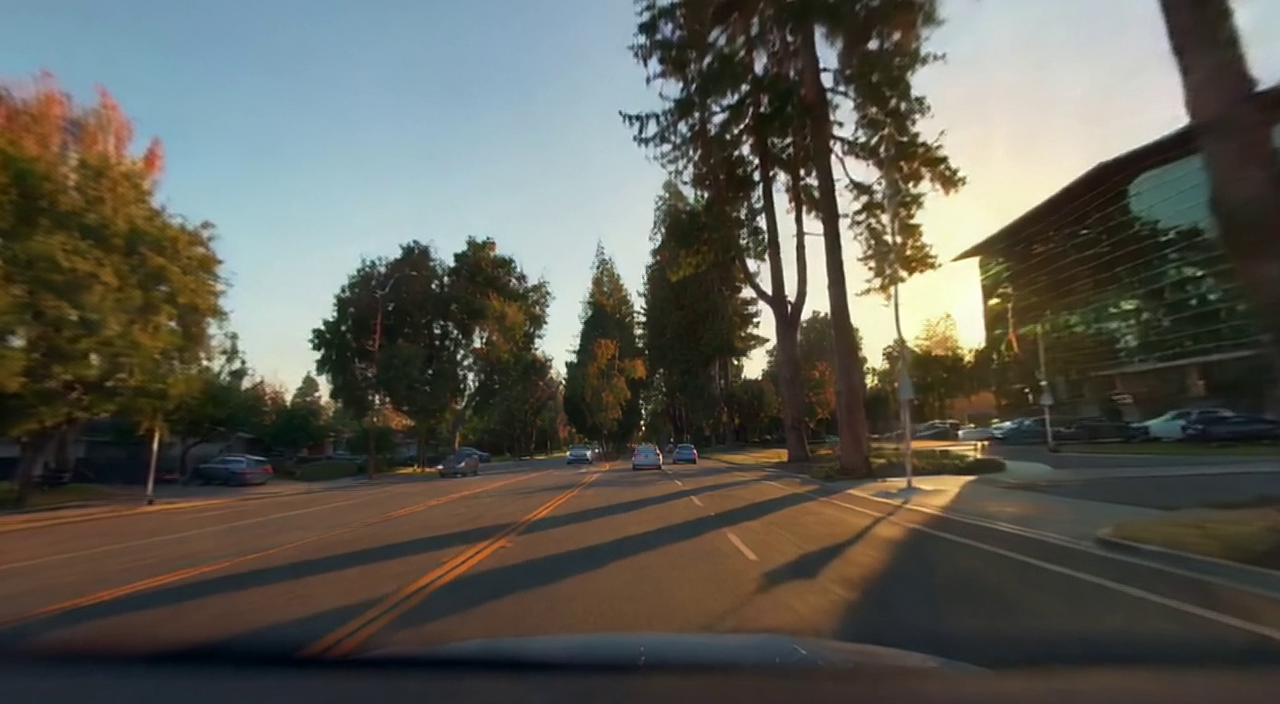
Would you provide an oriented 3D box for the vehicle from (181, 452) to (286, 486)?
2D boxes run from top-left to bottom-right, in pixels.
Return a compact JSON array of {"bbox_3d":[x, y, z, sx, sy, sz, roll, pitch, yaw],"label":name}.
[{"bbox_3d":[-21.413,6.159,33.328,4.152,1.686,1.873,0,-8,-1],"label":"vehicle"}]

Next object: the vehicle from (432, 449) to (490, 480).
[{"bbox_3d":[-9.402,5.902,33.419,1.889,1.506,3.911,0,-8,0],"label":"vehicle"}]

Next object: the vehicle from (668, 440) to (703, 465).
[{"bbox_3d":[3.366,7.567,47.522,2.189,1.766,4.495,0,-8,-1],"label":"vehicle"}]

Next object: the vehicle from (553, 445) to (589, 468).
[{"bbox_3d":[-4.555,6.951,42.129,2.014,1.487,4.591,0,-8,-2],"label":"vehicle"}]

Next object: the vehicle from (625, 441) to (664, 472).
[{"bbox_3d":[0.257,5.833,35.454,2.109,1.612,3.963,0,-8,0],"label":"vehicle"}]
